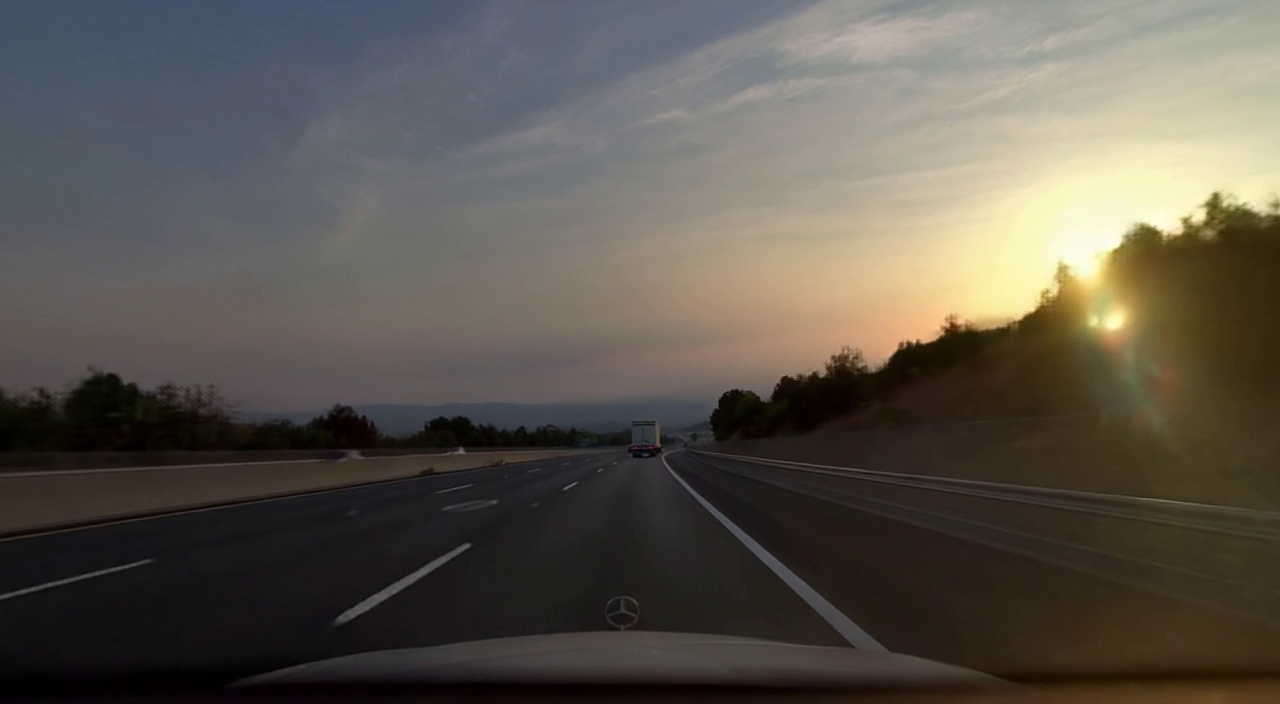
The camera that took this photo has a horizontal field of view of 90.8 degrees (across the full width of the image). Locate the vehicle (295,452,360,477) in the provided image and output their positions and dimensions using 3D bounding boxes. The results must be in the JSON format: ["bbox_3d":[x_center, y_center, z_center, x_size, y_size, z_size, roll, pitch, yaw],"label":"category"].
[{"bbox_3d":[-20.034,7.189,40.670,1.840,1.486,4.313,-1,-9,1],"label":"vehicle"}]
